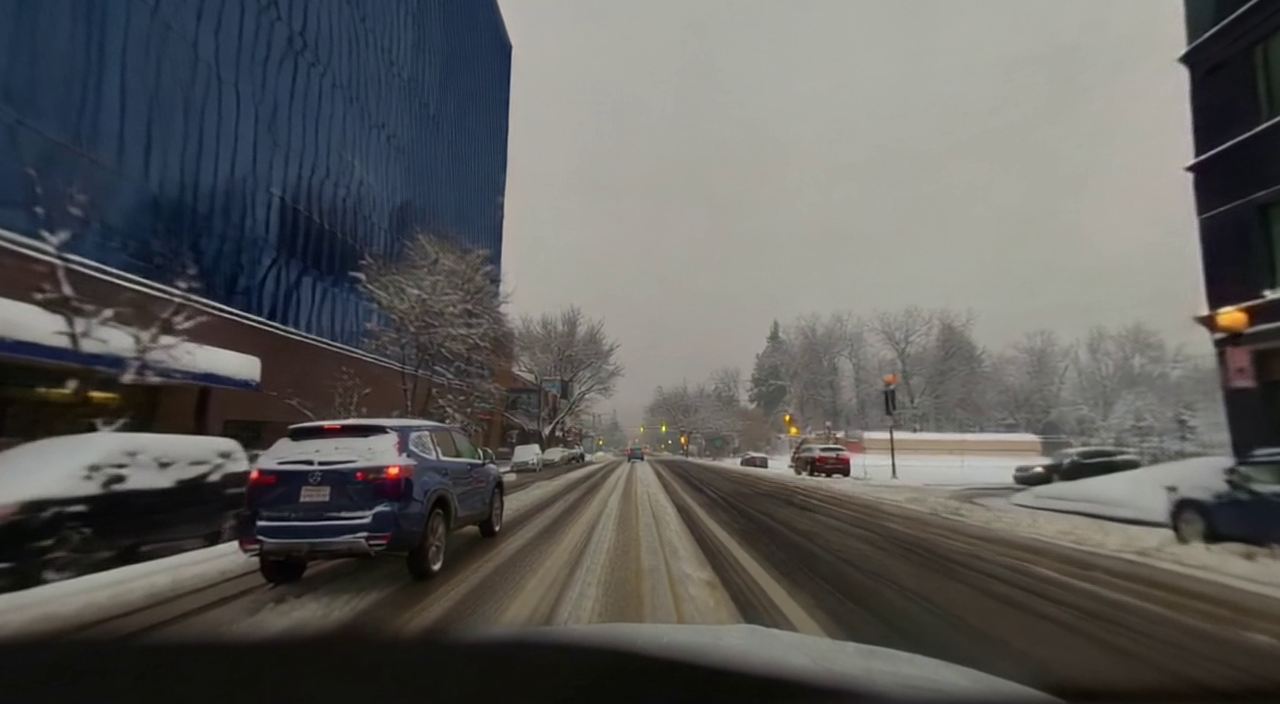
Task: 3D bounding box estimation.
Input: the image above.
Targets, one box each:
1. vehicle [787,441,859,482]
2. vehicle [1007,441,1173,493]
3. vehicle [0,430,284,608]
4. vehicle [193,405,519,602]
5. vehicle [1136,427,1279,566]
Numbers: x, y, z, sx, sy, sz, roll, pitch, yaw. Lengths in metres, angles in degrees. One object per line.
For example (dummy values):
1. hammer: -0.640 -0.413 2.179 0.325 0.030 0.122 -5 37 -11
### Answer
1. vehicle: 9.329 5.607 32.726 2.129 1.929 5.537 -1 -8 1
2. vehicle: 17.118 4.375 24.229 4.693 1.827 2.098 0 -9 0
3. vehicle: -6.873 1.931 8.278 1.825 1.679 4.336 -1 -8 1
4. vehicle: -2.999 1.699 7.967 2.002 1.756 4.366 -1 -8 1
5. vehicle: 9.029 1.871 7.824 2.005 1.726 4.658 5 -8 -1
